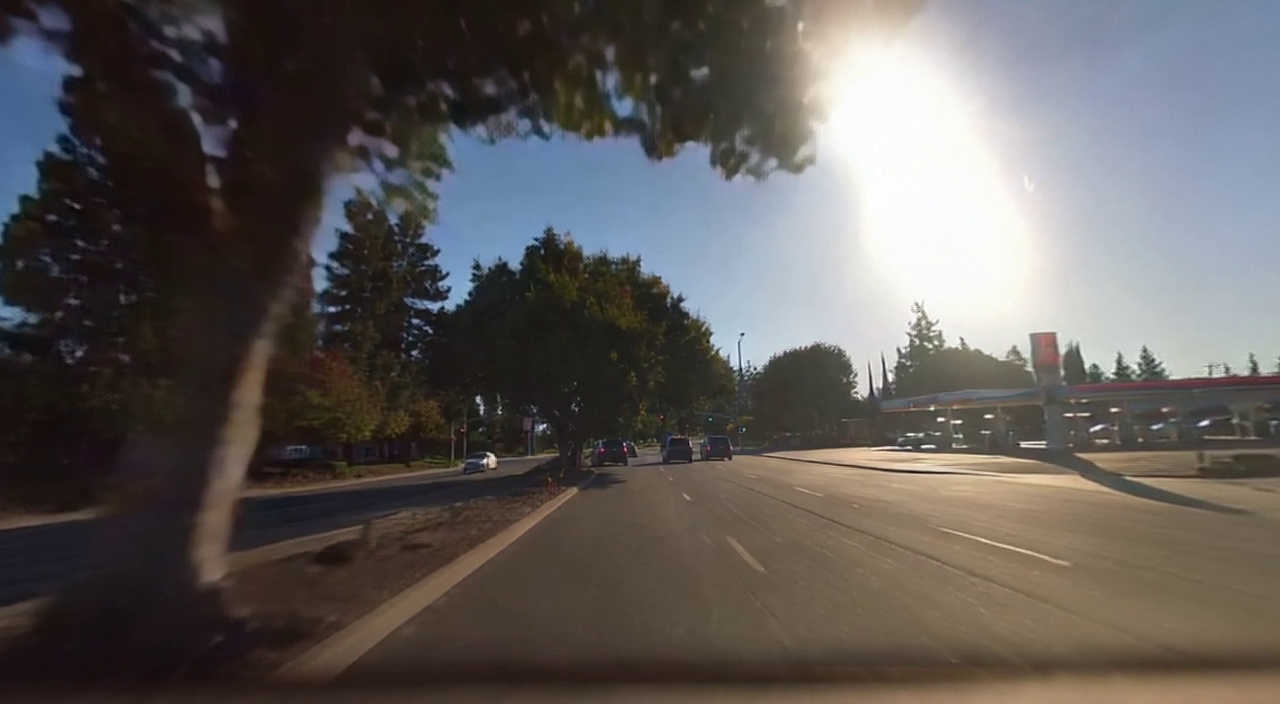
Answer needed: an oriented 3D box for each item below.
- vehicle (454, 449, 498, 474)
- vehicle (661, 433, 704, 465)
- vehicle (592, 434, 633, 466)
[{"bbox_3d":[-11.904,7.959,46.129,1.934,1.674,4.445,0,-8,2],"label":"vehicle"},{"bbox_3d":[2.500,5.908,38.413,2.140,1.800,4.660,0,-8,-2],"label":"vehicle"},{"bbox_3d":[-1.775,6.061,39.150,2.261,1.820,4.255,1,-8,-6],"label":"vehicle"}]
